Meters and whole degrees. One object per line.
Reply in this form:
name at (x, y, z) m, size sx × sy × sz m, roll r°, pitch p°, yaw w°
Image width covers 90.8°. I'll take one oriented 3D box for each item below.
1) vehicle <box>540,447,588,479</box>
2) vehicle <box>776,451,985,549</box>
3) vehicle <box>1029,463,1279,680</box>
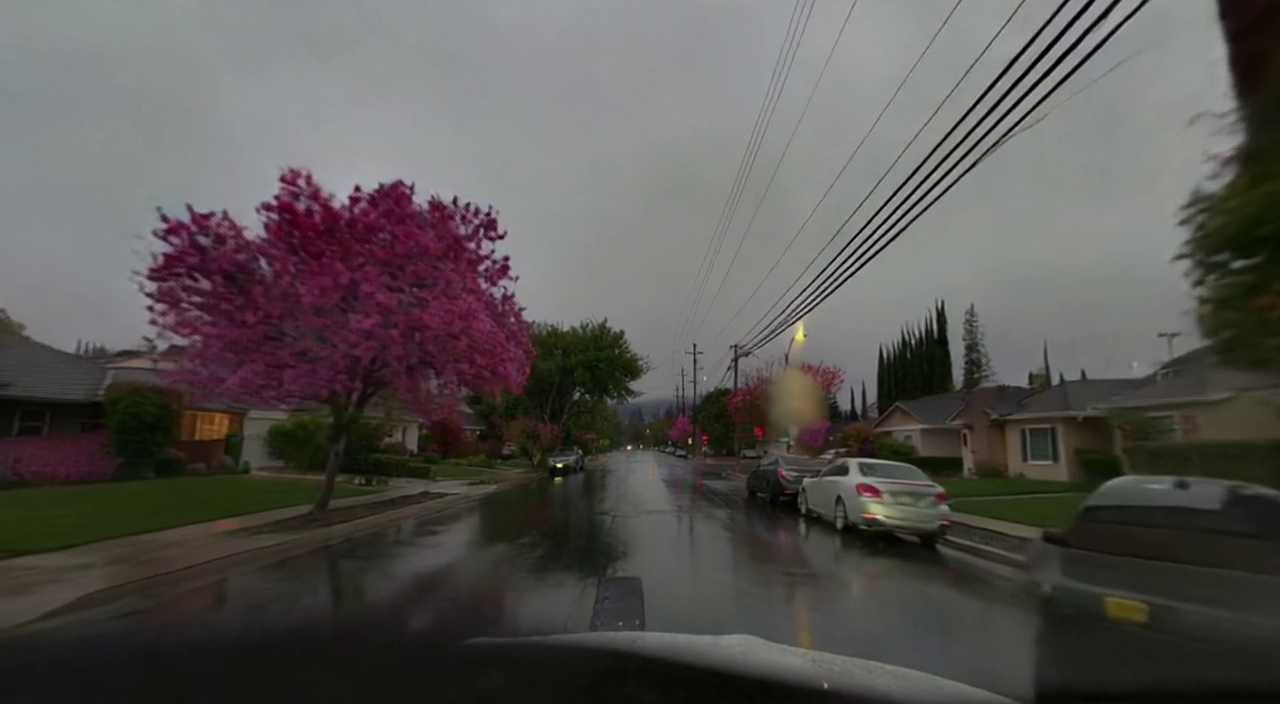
vehicle at (-4.085, 6.034, 34.702) m, size 1.938 × 1.508 × 4.481 m, roll 0°, pitch -8°, yaw 2°
vehicle at (4.254, 2.682, 12.234) m, size 2.006 × 1.489 × 4.753 m, roll 1°, pitch -9°, yaw -3°
vehicle at (6.180, 1.833, 6.102) m, size 4.526 × 1.449 × 2.075 m, roll 5°, pitch -10°, yaw -29°
